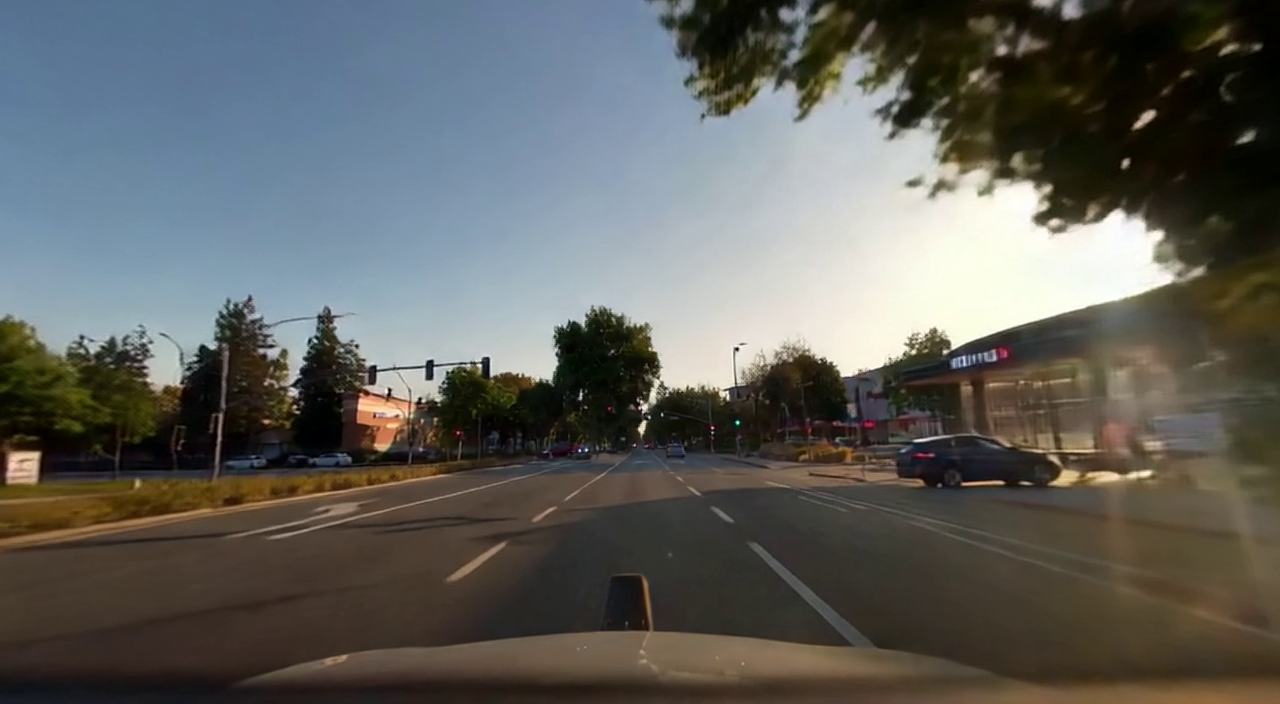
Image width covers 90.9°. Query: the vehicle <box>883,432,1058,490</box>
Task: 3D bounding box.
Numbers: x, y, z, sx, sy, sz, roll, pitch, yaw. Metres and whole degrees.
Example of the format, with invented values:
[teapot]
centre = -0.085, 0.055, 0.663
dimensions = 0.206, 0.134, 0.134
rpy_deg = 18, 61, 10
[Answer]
[vehicle]
centre = 9.527, 3.167, 18.449
dimensions = 4.007, 1.591, 1.915
rpy_deg = -1, -8, 3
